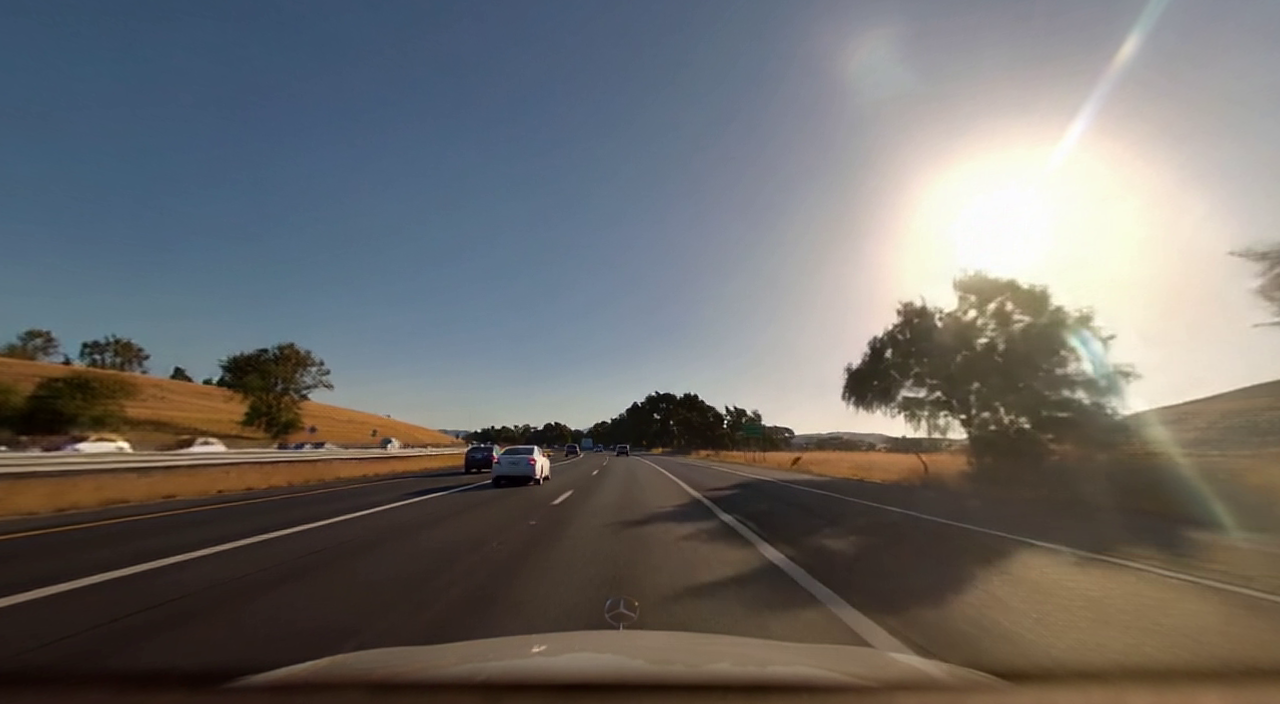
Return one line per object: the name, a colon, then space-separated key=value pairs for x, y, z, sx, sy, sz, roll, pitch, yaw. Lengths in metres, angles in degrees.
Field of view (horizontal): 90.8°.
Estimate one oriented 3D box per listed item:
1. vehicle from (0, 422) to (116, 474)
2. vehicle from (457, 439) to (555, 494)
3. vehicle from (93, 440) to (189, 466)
vehicle: x=-25.087 y=3.943 z=25.894 sx=2.364 sy=1.914 sz=5.744 roll=0 pitch=-9 yaw=-1
vehicle: x=-4.066 y=3.555 z=19.960 sx=2.073 sy=1.516 sz=4.478 roll=0 pitch=-9 yaw=0
vehicle: x=-29.216 y=5.923 z=37.187 sx=1.947 sy=1.450 sz=4.617 roll=0 pitch=-9 yaw=-1
